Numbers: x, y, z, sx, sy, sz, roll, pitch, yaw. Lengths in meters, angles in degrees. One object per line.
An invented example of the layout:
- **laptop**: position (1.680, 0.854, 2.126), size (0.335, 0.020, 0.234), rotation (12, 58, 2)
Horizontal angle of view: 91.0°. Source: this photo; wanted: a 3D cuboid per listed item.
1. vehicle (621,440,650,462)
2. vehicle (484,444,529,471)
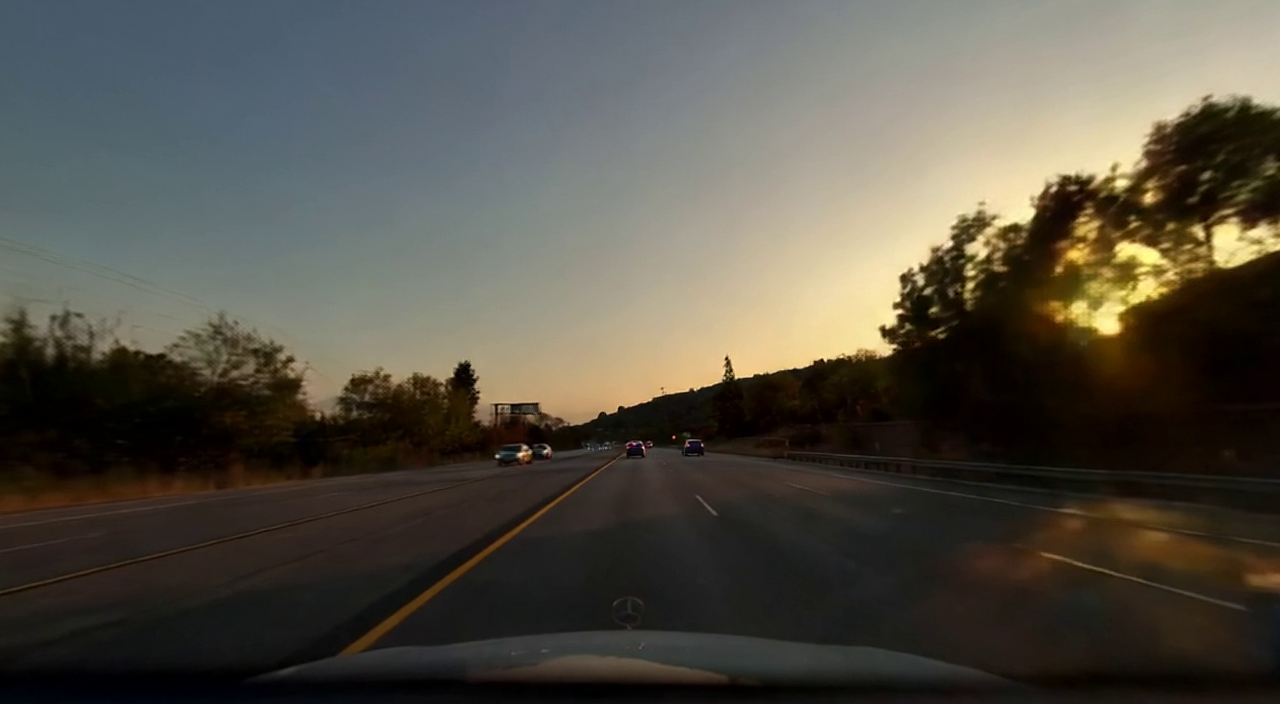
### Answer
- **vehicle**: position (-0.297, 7.225, 46.102), size (2.009, 1.554, 4.013), rotation (0, -8, 0)
- **vehicle**: position (-7.800, 6.168, 37.055), size (1.776, 1.494, 3.837), rotation (0, -8, 1)
